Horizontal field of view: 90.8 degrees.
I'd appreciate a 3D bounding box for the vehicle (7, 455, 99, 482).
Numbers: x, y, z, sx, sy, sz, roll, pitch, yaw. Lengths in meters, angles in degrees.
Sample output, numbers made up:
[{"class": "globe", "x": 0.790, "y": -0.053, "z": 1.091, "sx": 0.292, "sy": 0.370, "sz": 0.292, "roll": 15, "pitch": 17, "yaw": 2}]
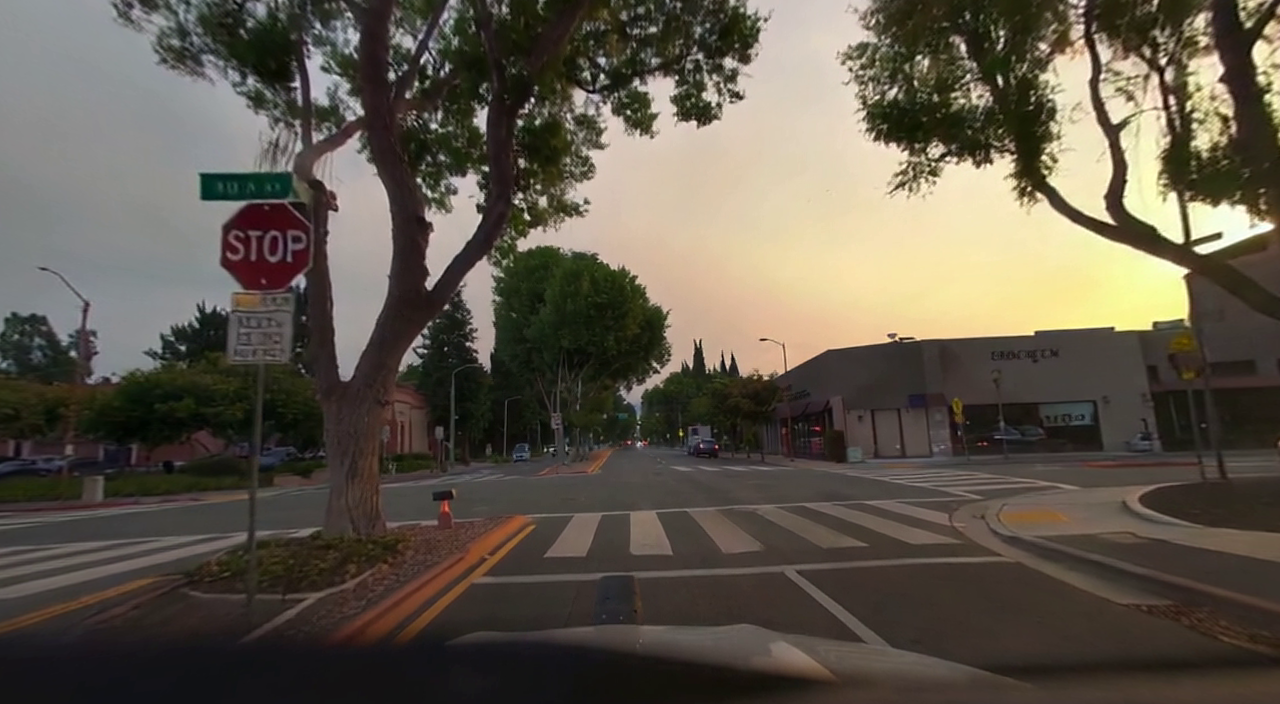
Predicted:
[{"class": "vehicle", "x": -37.015, "y": 7.311, "z": 39.983, "sx": 1.871, "sy": 1.523, "sz": 4.028, "roll": 0, "pitch": -8, "yaw": 0}]
